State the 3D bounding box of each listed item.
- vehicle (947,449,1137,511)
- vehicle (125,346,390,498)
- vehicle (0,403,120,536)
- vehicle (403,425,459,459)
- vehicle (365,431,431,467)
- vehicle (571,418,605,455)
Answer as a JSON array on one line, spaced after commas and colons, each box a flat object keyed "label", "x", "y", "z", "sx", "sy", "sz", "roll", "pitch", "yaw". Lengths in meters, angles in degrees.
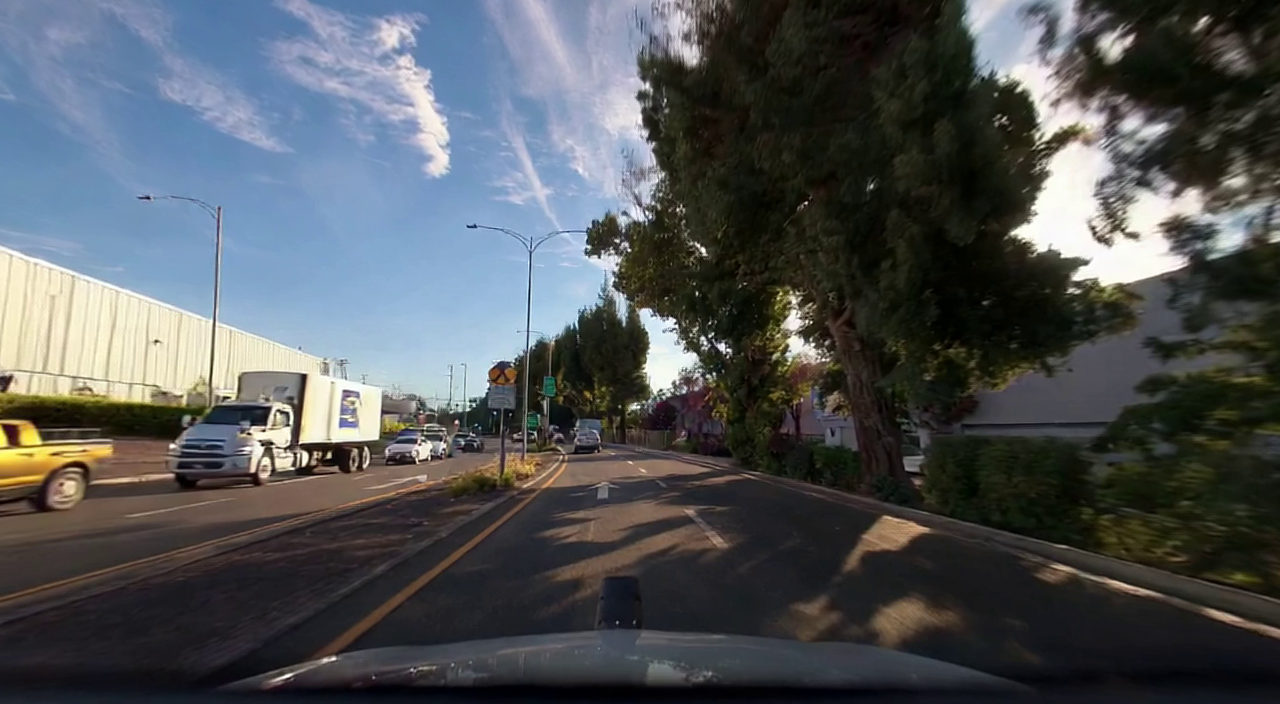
[{"label": "vehicle", "x": 11.961, "y": 3.814, "z": 19.012, "sx": 4.495, "sy": 1.476, "sz": 1.773, "roll": 2, "pitch": -8, "yaw": 5}, {"label": "vehicle", "x": -10.900, "y": 2.295, "z": 19.725, "sx": 3.012, "sy": 3.547, "sz": 9.604, "roll": 1, "pitch": -8, "yaw": -5}, {"label": "vehicle", "x": -9.874, "y": 1.540, "z": 8.105, "sx": 2.257, "sy": 1.797, "sz": 4.887, "roll": 0, "pitch": -8, "yaw": -1}, {"label": "vehicle", "x": -12.681, "y": 5.504, "z": 38.624, "sx": 2.198, "sy": 1.916, "sz": 5.296, "roll": 1, "pitch": -8, "yaw": -7}, {"label": "vehicle", "x": -11.785, "y": 4.748, "z": 30.991, "sx": 1.926, "sy": 1.610, "sz": 4.079, "roll": 1, "pitch": -8, "yaw": -5}, {"label": "vehicle", "x": -4.160, "y": 6.706, "z": 49.957, "sx": 2.276, "sy": 2.706, "sz": 5.232, "roll": 1, "pitch": -8, "yaw": -8}]
